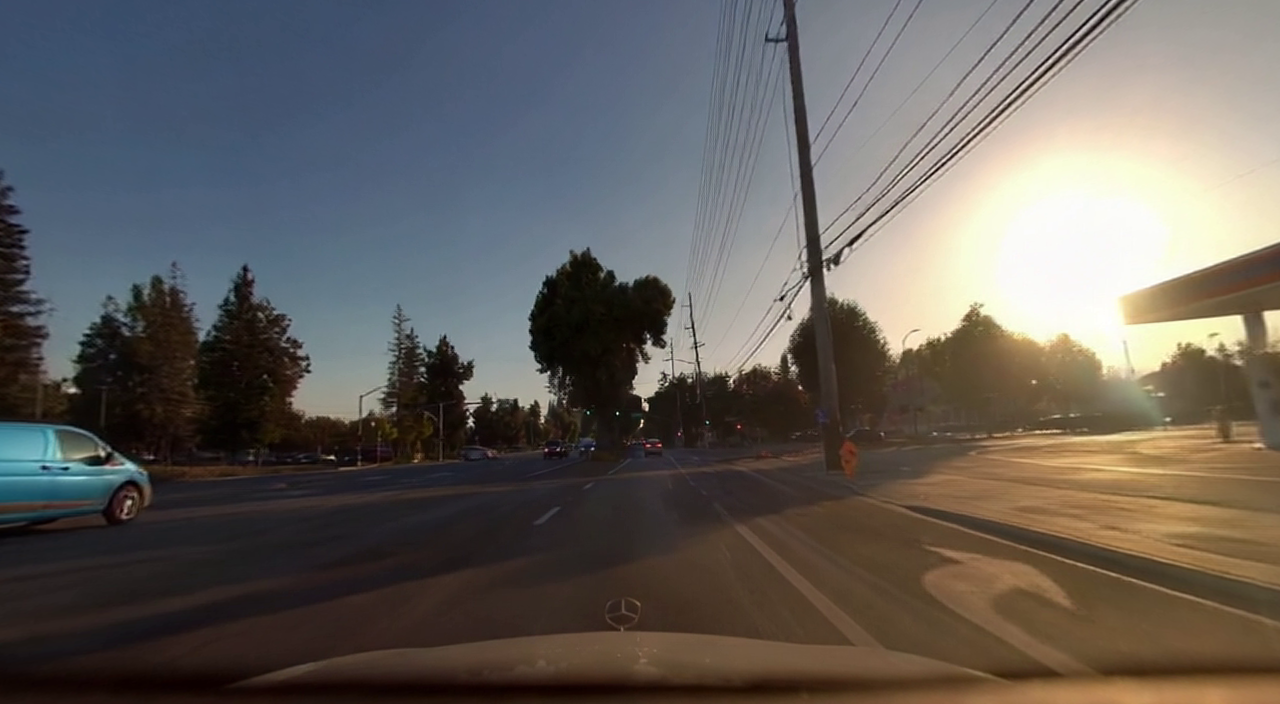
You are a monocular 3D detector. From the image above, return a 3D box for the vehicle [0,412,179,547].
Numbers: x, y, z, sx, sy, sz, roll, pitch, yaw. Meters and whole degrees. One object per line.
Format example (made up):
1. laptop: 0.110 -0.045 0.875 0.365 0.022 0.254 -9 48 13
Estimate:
1. vehicle: -9.897 1.874 9.461 2.149 1.848 4.961 0 -8 1
